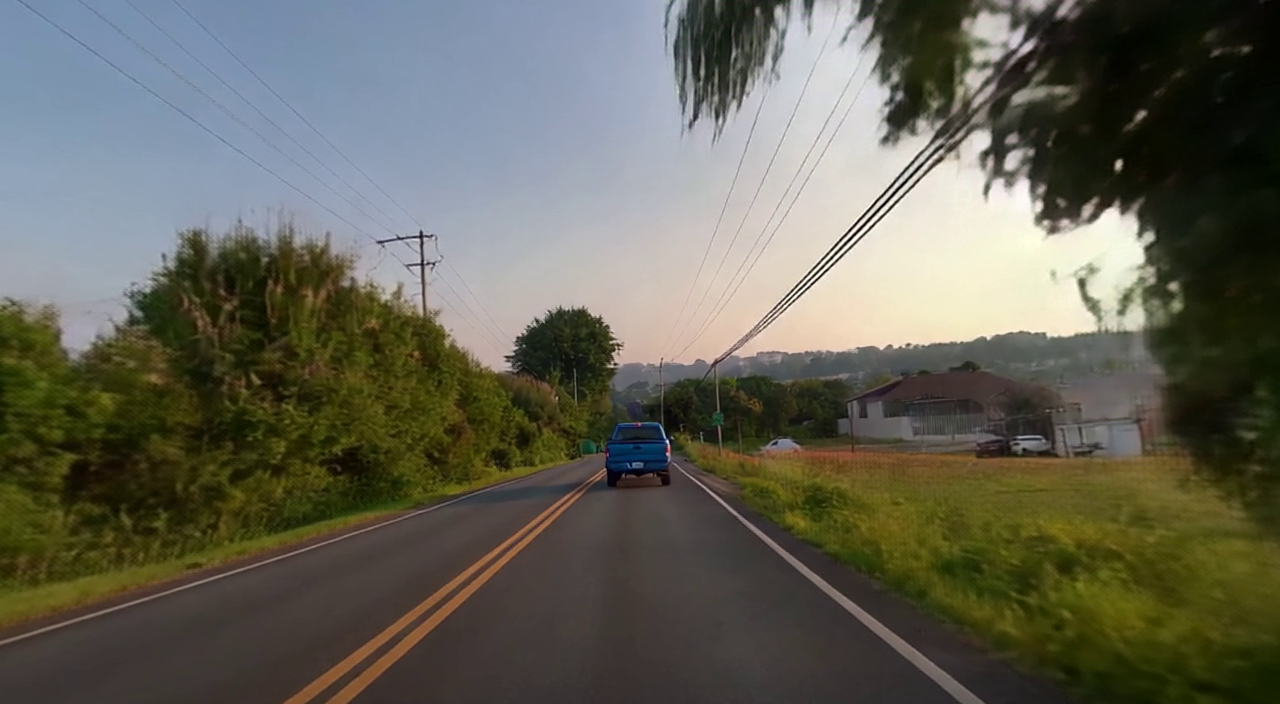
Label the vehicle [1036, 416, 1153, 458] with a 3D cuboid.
[{"bbox_3d":[33.692,6.372,47.142,2.581,2.932,6.340,4,-9,-27],"label":"vehicle"}]

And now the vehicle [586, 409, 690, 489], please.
[{"bbox_3d":[-0.105,3.383,22.184,3.021,2.326,7.410,0,-9,-1],"label":"vehicle"}]
